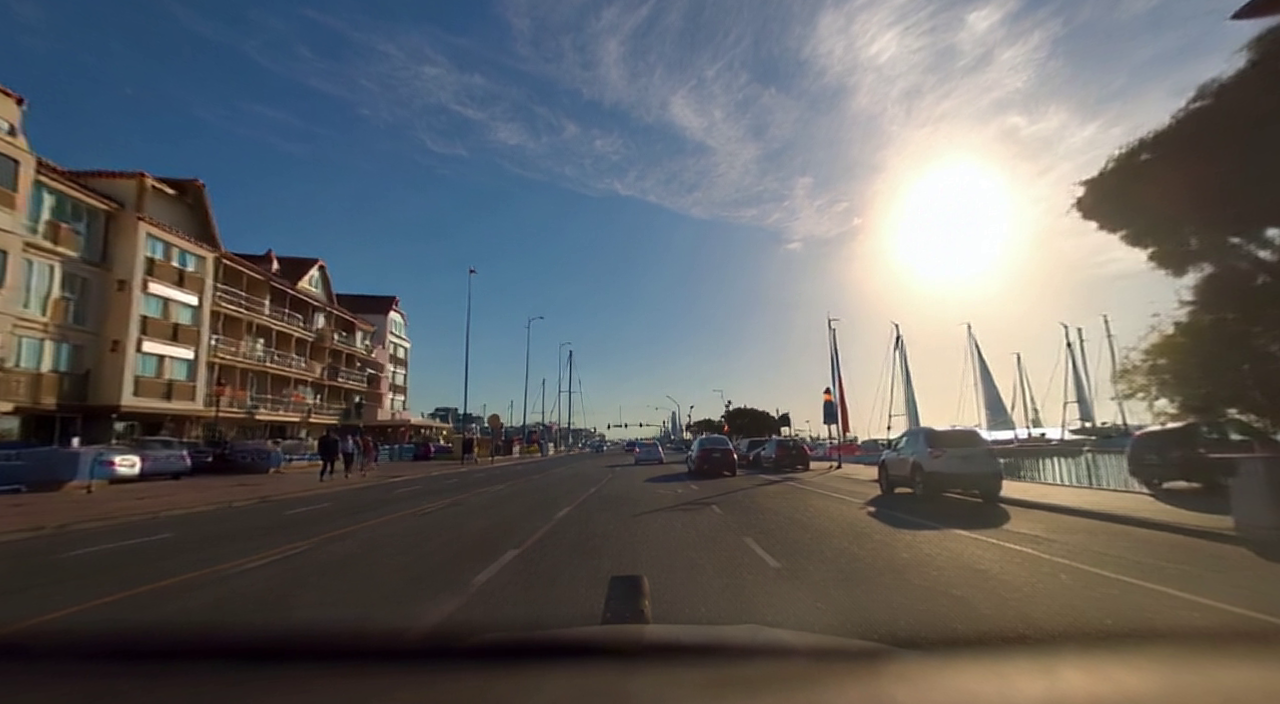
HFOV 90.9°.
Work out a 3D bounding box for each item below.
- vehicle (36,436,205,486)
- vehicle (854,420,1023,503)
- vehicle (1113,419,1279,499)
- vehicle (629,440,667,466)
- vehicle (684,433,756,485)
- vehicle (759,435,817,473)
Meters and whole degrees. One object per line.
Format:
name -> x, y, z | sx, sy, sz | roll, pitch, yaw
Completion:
vehicle -> -18.055, 3.797, 22.274 | 1.840, 1.522, 4.695 | -1, -9, 2
vehicle -> 7.867, 2.947, 17.331 | 2.056, 1.896, 5.062 | 0, -9, -1
vehicle -> 14.551, 2.554, 15.386 | 4.406, 1.783, 2.020 | 0, -8, -3
vehicle -> 0.493, 6.422, 40.204 | 2.284, 1.496, 3.949 | 0, -9, 1
vehicle -> 2.749, 3.770, 22.471 | 2.047, 1.640, 4.051 | 0, -9, 0
vehicle -> 7.908, 5.506, 34.196 | 1.969, 1.852, 4.514 | 0, -9, -1
